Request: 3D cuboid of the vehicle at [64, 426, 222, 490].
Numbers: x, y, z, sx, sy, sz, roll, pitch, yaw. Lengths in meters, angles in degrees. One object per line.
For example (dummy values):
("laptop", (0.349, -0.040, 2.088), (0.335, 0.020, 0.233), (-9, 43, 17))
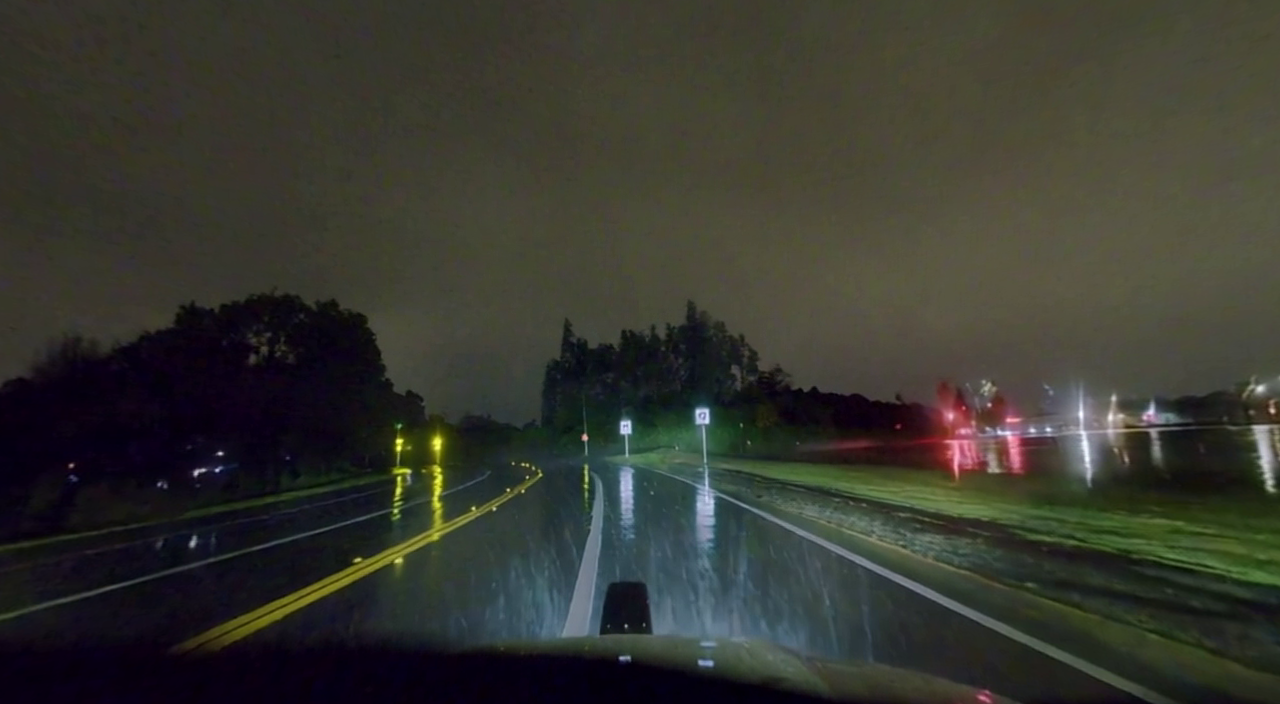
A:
("vehicle", (-17.185, 3.644, 21.819), (4.699, 1.996, 2.116), (-4, -9, 23))
